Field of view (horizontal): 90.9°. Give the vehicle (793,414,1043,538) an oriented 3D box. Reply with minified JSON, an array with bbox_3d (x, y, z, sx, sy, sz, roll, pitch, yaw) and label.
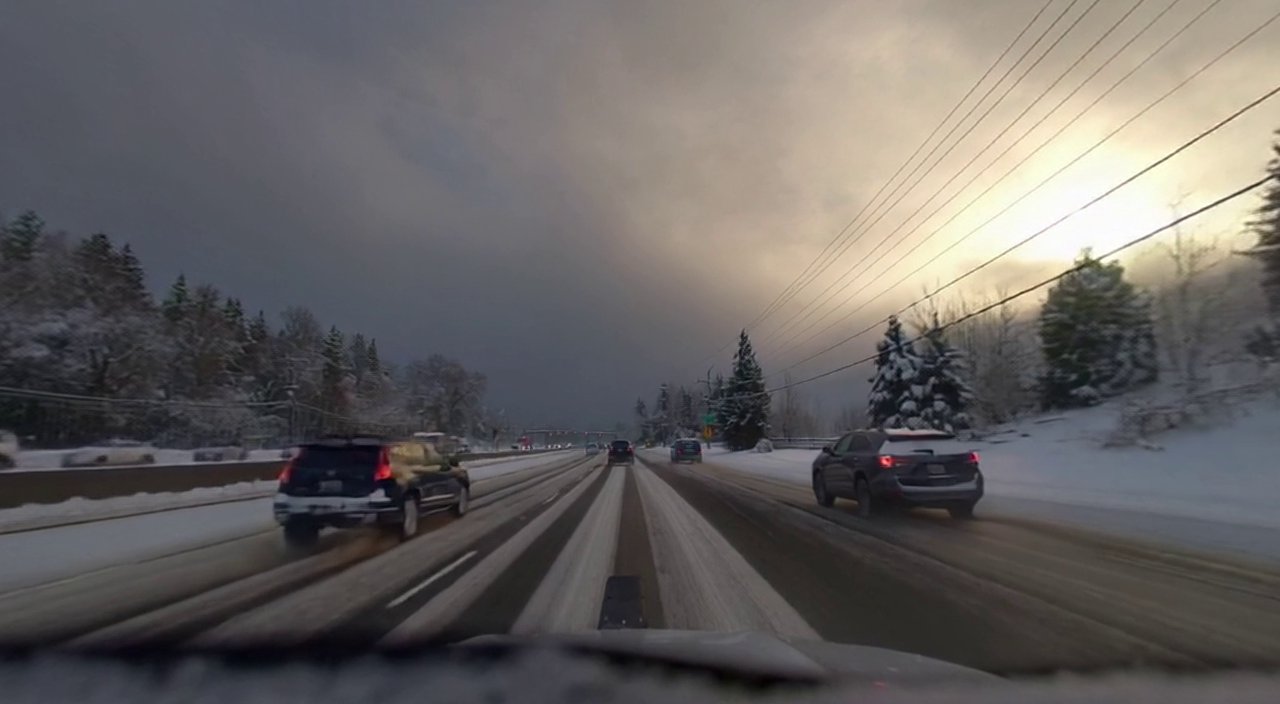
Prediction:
[{"bbox_3d":[4.482,2.085,11.252,2.102,1.723,4.745,0,-8,-2],"label":"vehicle"}]

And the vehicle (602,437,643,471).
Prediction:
[{"bbox_3d":[-0.994,5.782,35.850,2.192,1.769,4.287,0,-8,-2],"label":"vehicle"}]

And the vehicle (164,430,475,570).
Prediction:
[{"bbox_3d":[-4.317,2.064,9.808,2.091,1.562,5.220,0,-8,0],"label":"vehicle"}]

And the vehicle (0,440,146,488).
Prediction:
[{"bbox_3d":[-20.600,3.925,22.507,1.881,1.516,5.010,0,-8,0],"label":"vehicle"}]

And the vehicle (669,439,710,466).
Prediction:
[{"bbox_3d":[3.242,6.734,42.512,2.099,1.720,4.829,0,-8,-4],"label":"vehicle"}]
